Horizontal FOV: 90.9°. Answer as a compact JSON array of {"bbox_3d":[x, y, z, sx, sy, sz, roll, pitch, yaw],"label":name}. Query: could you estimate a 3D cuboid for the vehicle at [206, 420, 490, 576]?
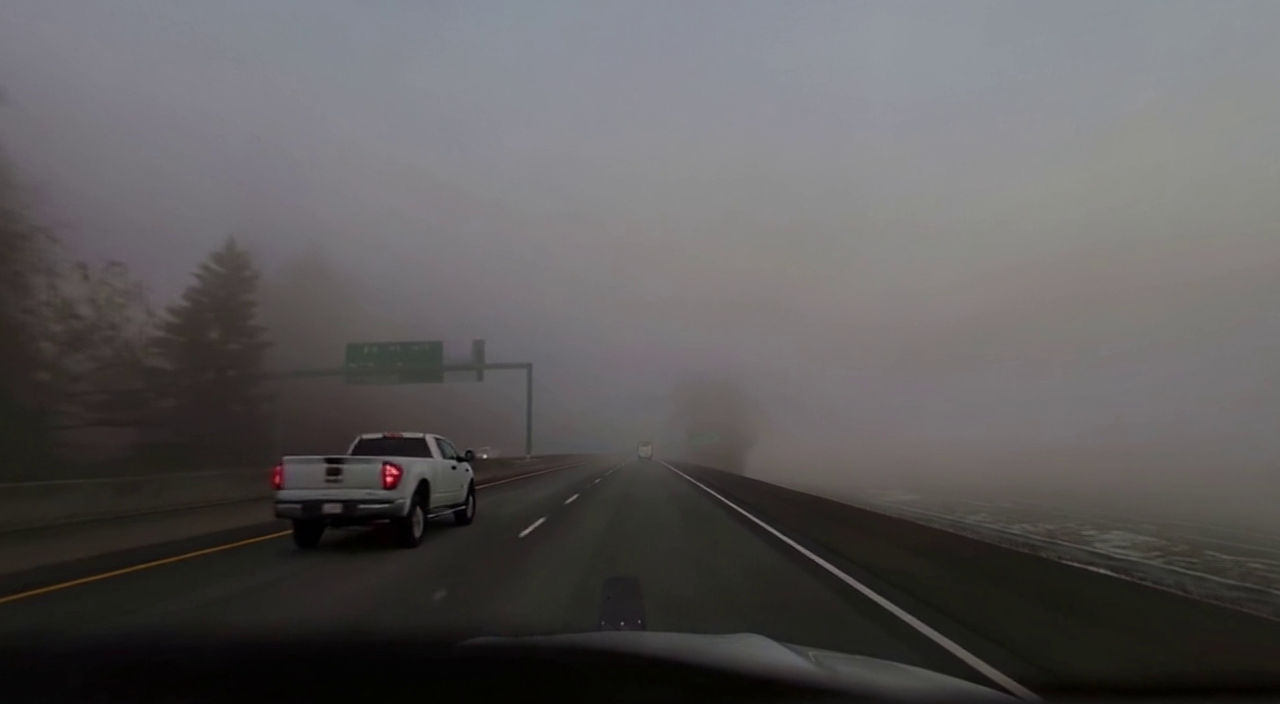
[{"bbox_3d":[-3.594,1.863,8.766,2.009,1.638,3.968,0,-9,0],"label":"vehicle"}]
